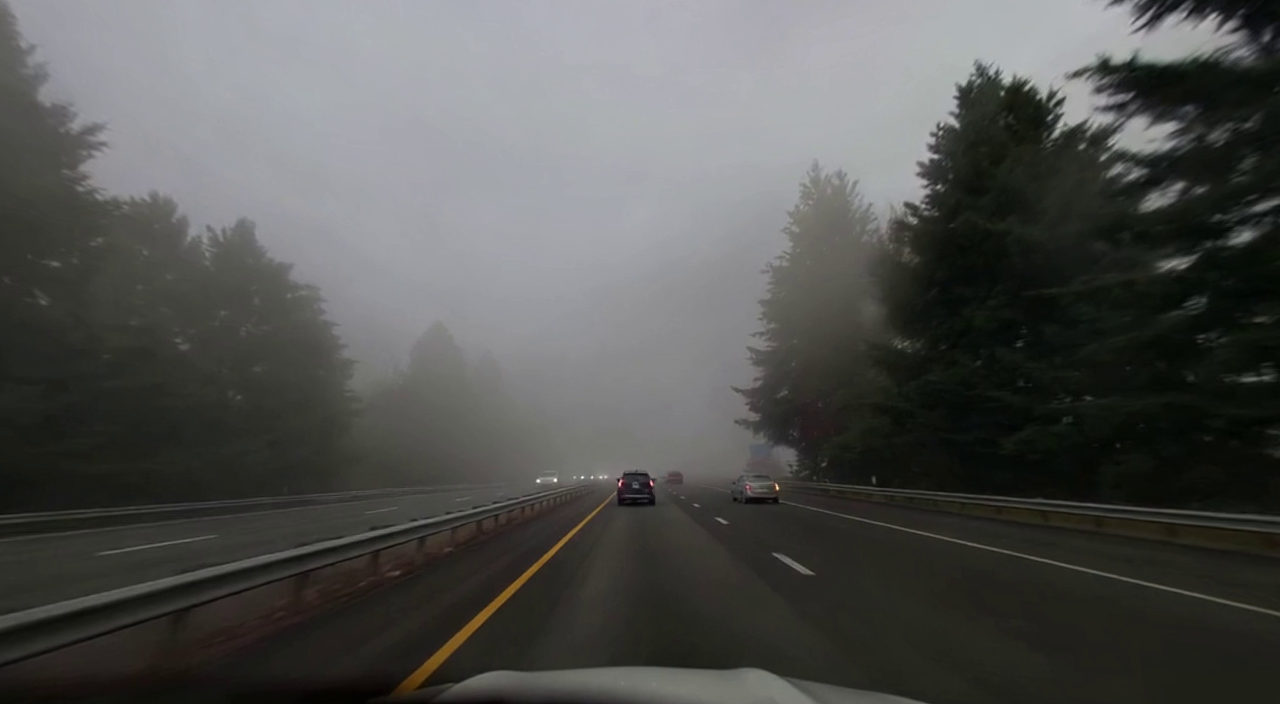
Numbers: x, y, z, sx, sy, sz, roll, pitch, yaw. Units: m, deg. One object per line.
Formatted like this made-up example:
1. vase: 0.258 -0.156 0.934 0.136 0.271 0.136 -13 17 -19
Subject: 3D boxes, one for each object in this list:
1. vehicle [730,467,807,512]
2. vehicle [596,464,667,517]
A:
1. vehicle: 4.682 5.069 23.603 1.974 1.476 4.119 1 -10 -1
2. vehicle: -0.231 4.394 20.307 2.060 1.473 3.726 1 -10 0
